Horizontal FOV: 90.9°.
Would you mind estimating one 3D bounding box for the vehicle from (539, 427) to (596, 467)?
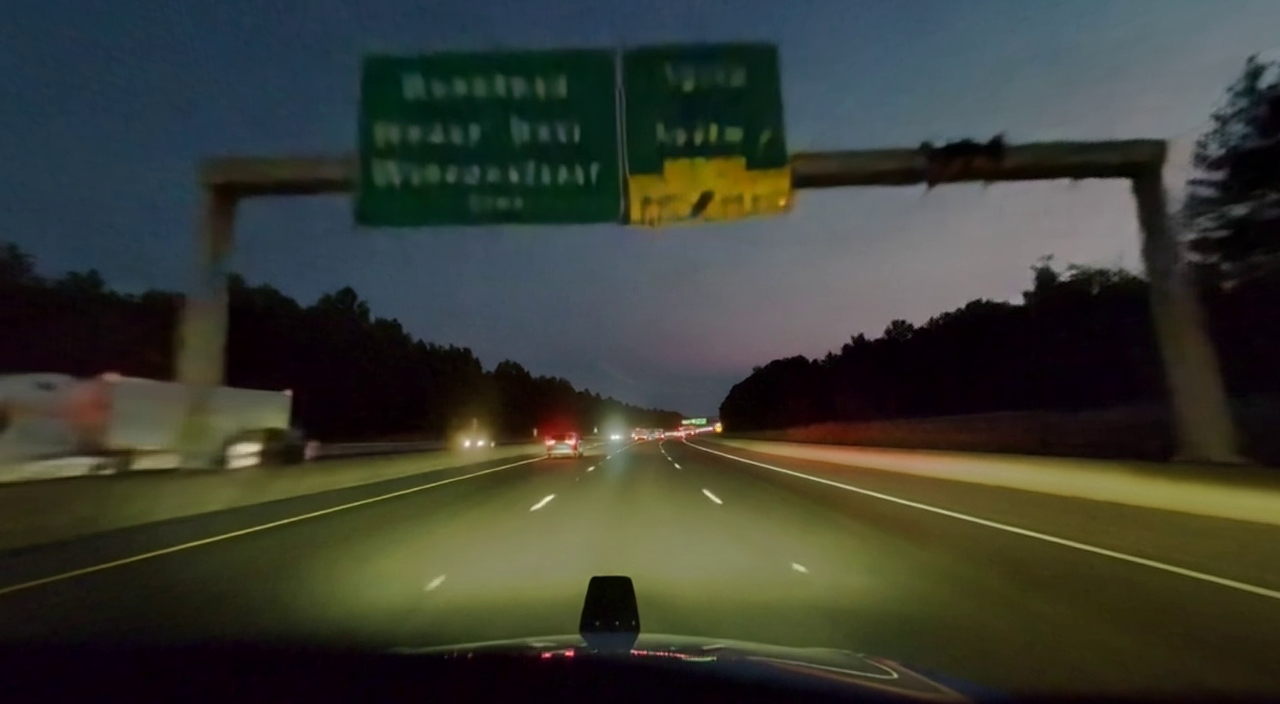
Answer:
[{"bbox_3d":[-3.221,4.298,28.686,2.084,1.654,4.080,0,-8,0],"label":"vehicle"}]

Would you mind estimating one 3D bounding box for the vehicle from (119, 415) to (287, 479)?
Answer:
[{"bbox_3d":[-16.591,3.640,24.501,2.299,2.146,5.917,0,-8,0],"label":"vehicle"}]
